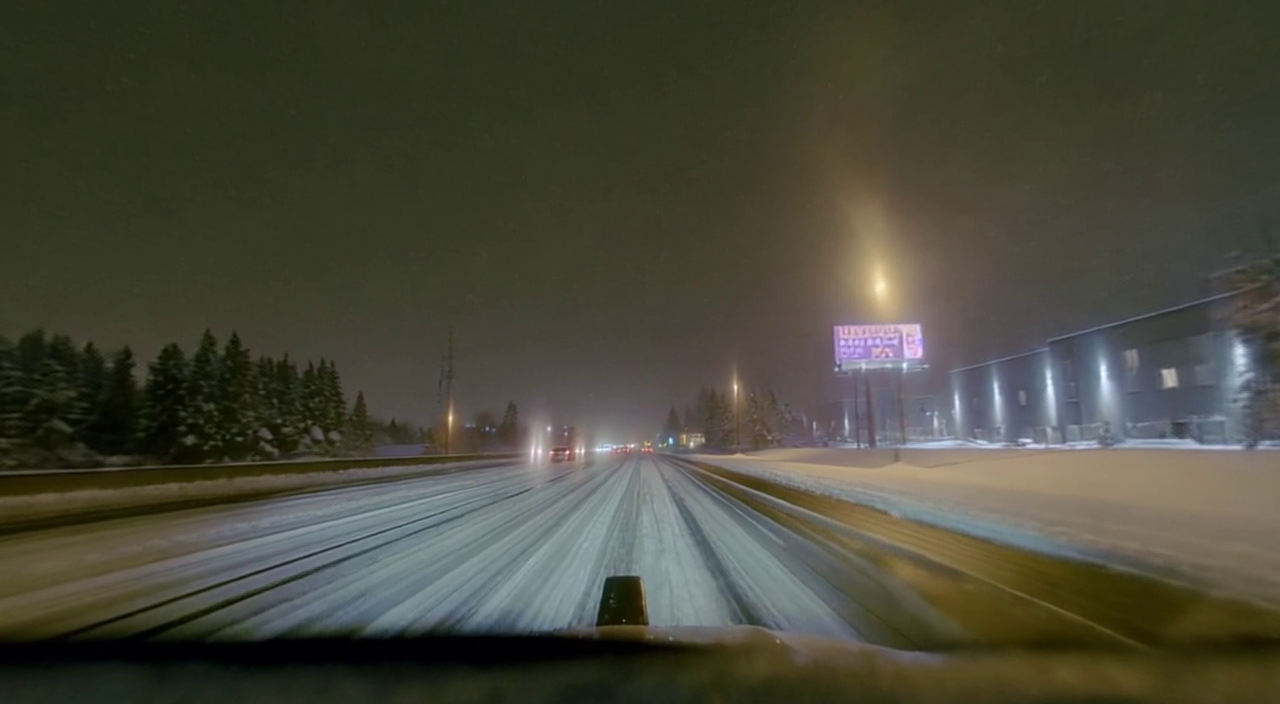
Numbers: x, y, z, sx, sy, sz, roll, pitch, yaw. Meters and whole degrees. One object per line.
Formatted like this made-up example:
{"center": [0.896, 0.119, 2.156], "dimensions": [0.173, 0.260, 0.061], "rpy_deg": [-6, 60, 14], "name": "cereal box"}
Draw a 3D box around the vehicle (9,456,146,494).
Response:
{"center": [-24.592, 5.349, 27.833], "dimensions": [1.835, 1.448, 4.499], "rpy_deg": [0, -8, 1], "name": "vehicle"}
